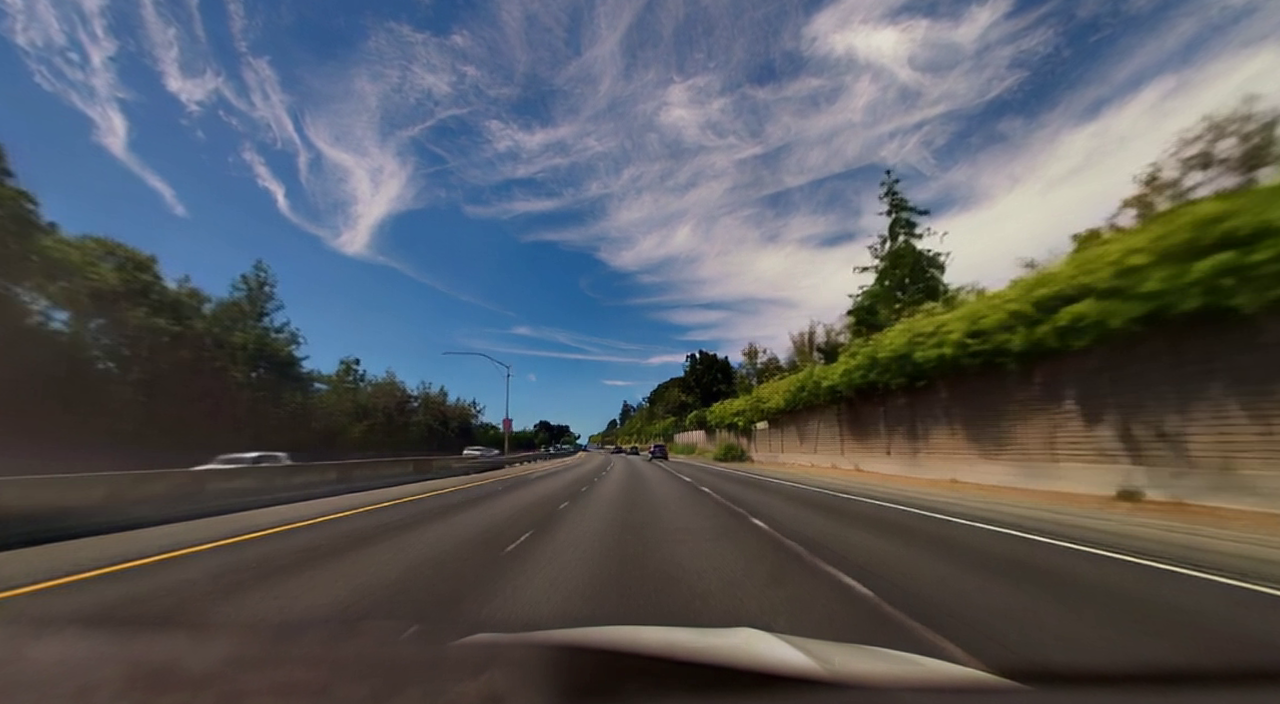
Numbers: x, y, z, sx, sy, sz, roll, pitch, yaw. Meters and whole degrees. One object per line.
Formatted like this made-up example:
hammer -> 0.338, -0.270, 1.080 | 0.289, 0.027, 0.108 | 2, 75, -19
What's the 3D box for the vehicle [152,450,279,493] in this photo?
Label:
vehicle -> -16.084, 4.522, 24.192 | 1.966, 1.477, 4.125 | 0, -9, 0
